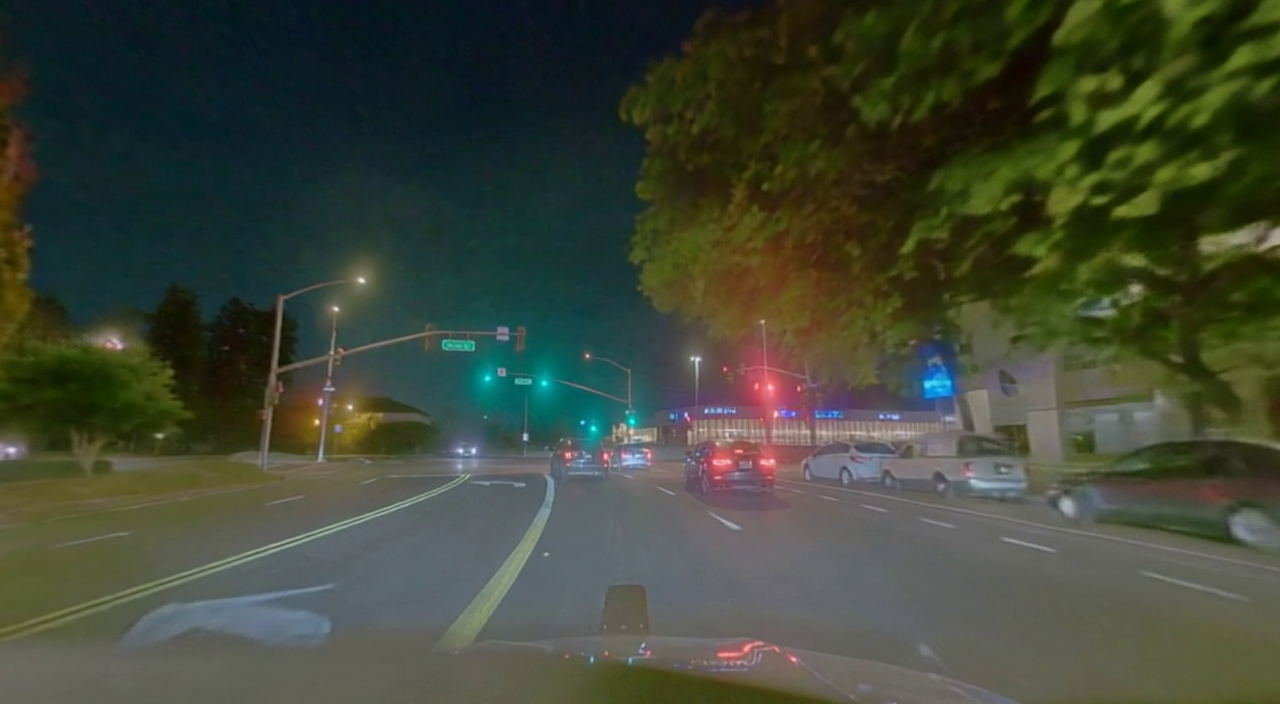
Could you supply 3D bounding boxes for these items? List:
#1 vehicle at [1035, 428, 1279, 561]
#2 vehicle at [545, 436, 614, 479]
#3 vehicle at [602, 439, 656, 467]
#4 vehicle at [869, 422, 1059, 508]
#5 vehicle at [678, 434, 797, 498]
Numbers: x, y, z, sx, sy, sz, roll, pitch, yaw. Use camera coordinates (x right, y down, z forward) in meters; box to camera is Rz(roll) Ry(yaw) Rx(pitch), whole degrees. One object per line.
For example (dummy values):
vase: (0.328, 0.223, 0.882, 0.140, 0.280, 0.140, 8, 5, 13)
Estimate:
vehicle: (7.781, 1.766, 8.336, 1.903, 1.432, 4.514, 1, -8, -5)
vehicle: (-2.566, 4.232, 25.557, 2.308, 1.535, 4.811, 2, -9, -11)
vehicle: (-0.700, 5.584, 35.033, 1.957, 1.463, 4.701, 2, -9, -14)
vehicle: (7.067, 2.492, 14.339, 1.825, 1.646, 4.070, 1, -8, -6)
vehicle: (2.447, 3.010, 17.107, 1.984, 1.476, 4.488, 1, -8, -8)
